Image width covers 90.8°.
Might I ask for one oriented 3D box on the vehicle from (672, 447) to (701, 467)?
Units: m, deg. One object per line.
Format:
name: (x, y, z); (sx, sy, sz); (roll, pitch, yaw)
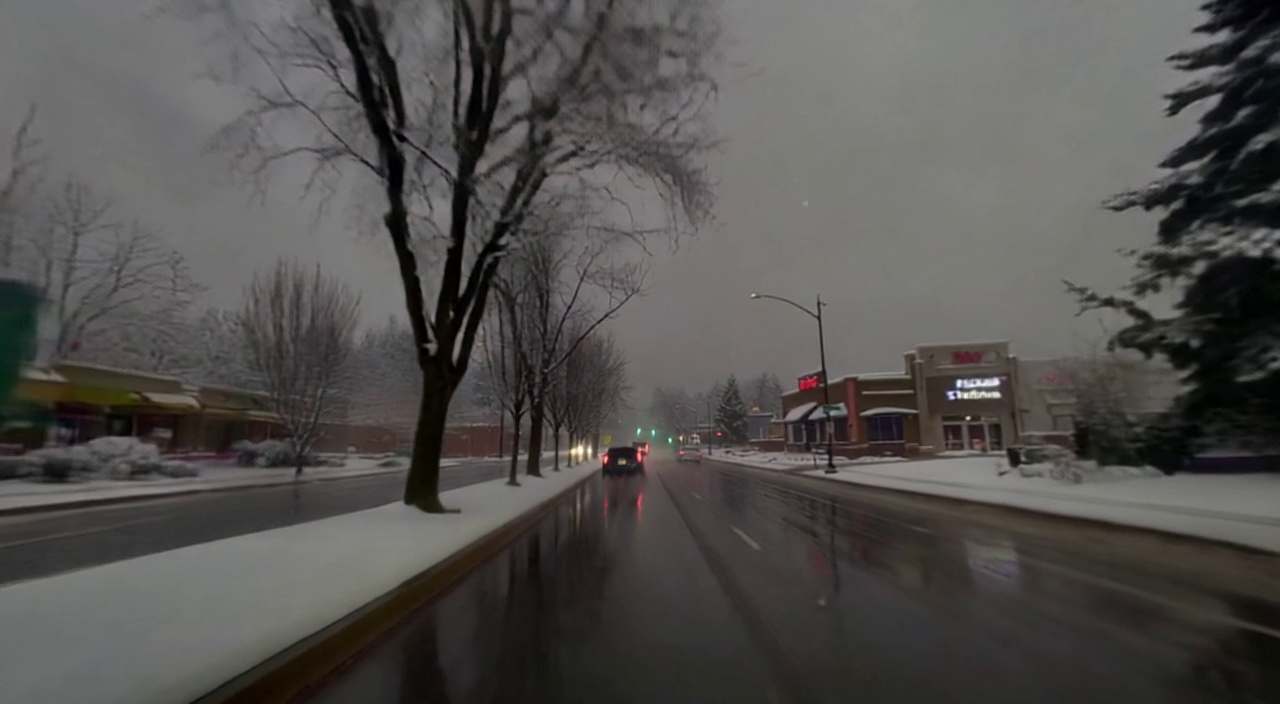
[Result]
vehicle: (3.589, 8.160, 49.440); (1.910, 1.474, 4.003); (0, -9, -2)

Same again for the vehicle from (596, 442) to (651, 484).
vehicle: (-0.612, 4.357, 25.037); (2.006, 1.487, 3.535); (0, -9, 0)
